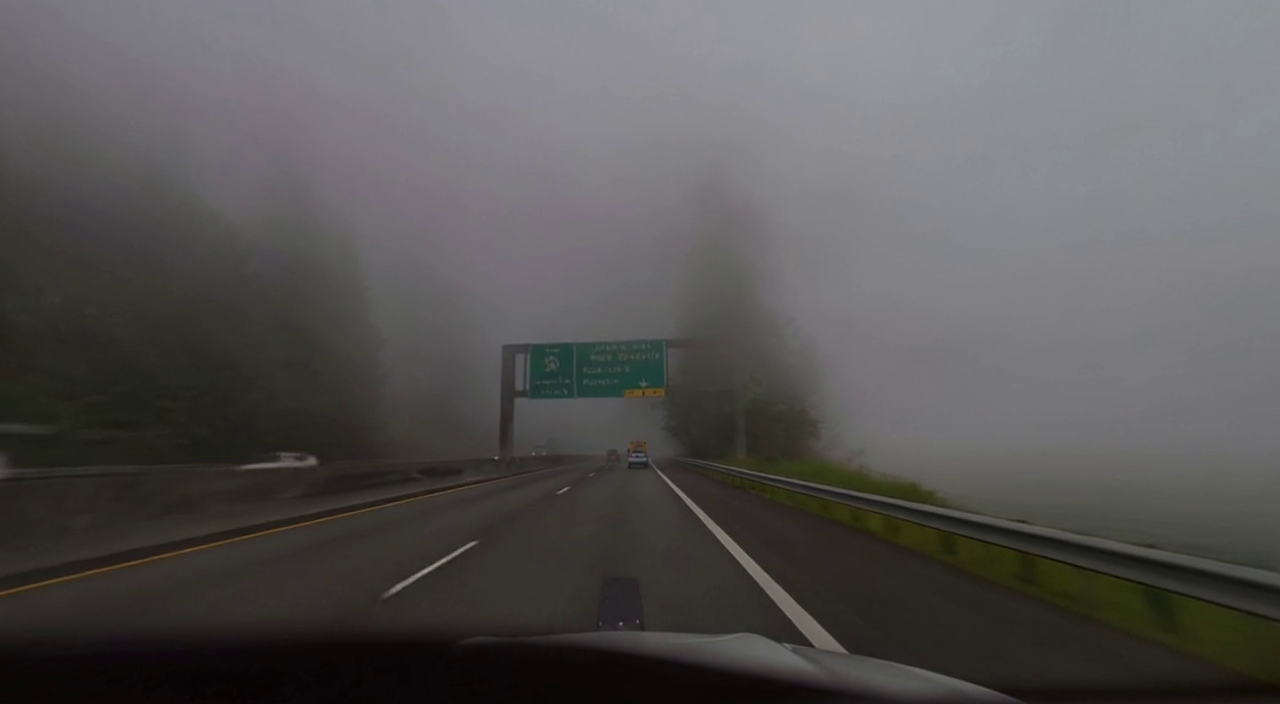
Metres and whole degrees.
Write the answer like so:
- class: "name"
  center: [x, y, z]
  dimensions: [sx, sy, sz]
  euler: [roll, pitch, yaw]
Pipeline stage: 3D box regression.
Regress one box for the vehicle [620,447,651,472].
- class: "vehicle"
  center: [-0.268, 6.669, 39.298]
  dimensions: [1.853, 1.436, 3.438]
  euler: [0, -9, -1]
